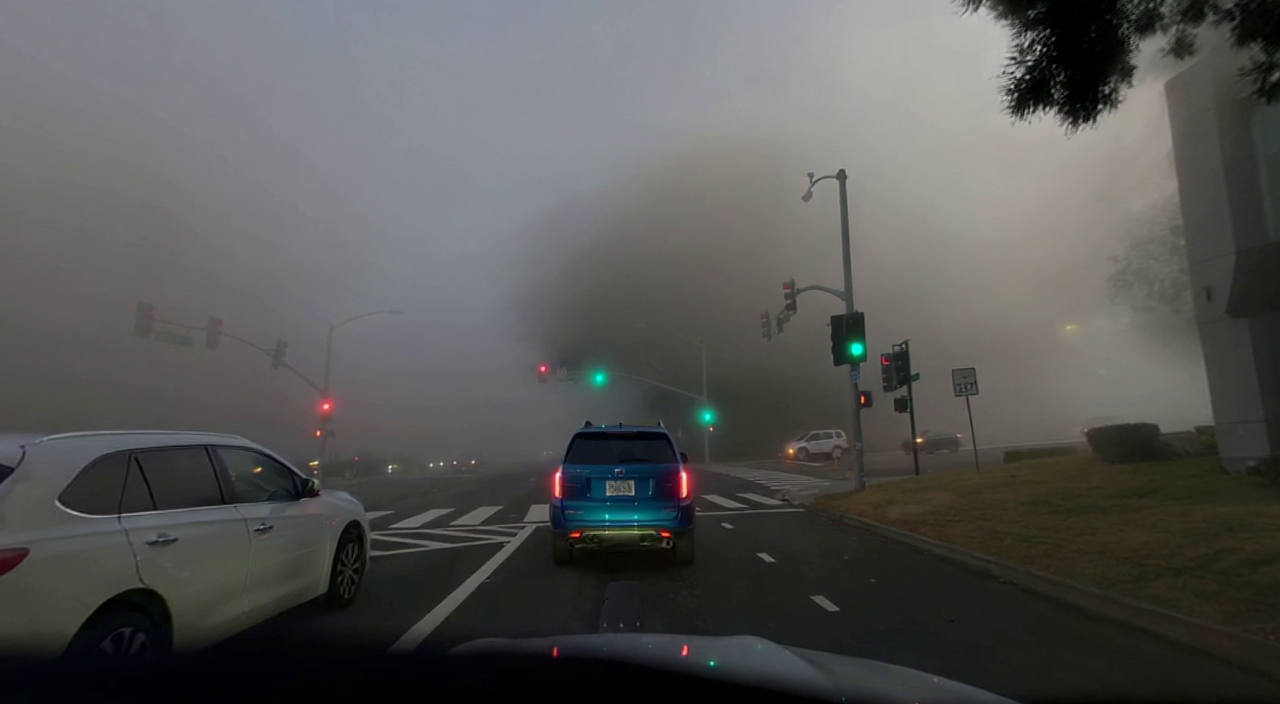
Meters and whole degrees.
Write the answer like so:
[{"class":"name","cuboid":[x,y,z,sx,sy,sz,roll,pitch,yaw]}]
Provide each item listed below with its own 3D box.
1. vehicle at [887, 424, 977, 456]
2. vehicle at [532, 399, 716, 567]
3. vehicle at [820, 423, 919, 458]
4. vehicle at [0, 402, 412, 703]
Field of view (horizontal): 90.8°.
[{"class":"vehicle","cuboid":[15.139,4.574,32.804,3.830,1.545,2.006,3,-9,-19]},{"class":"vehicle","cuboid":[-0.187,1.793,9.328,2.059,1.877,4.249,0,-8,0]},{"class":"vehicle","cuboid":[12.739,4.908,35.087,4.872,1.806,2.107,3,-9,-19]},{"class":"vehicle","cuboid":[-3.384,1.262,4.560,2.011,1.527,4.008,0,-8,-1]}]
